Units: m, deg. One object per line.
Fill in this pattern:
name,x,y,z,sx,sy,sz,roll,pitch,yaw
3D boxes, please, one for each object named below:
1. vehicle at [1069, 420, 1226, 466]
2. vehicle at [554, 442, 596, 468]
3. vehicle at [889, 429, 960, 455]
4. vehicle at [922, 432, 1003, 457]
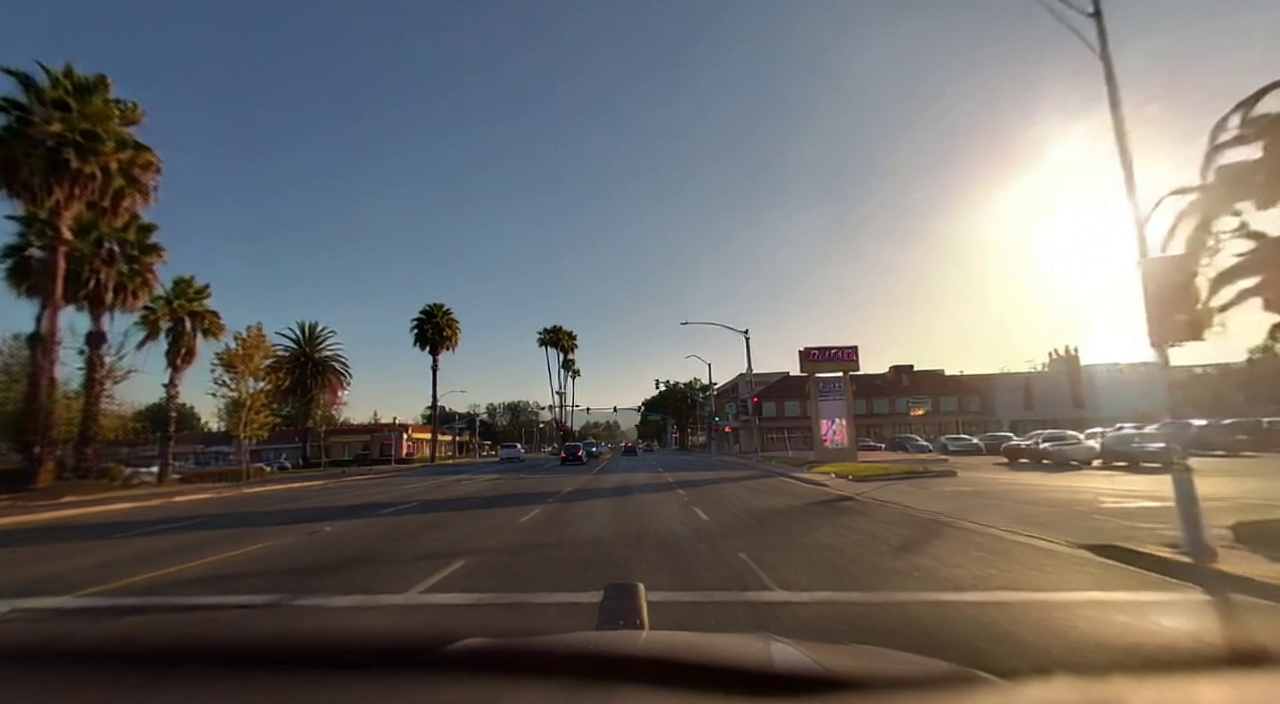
vehicle,20.599,3.759,25.919,4.548,1.741,1.971,-4,-10,25
vehicle,-3.897,6.277,38.740,2.181,1.483,4.123,0,-9,-1
vehicle,21.366,6.815,47.450,4.600,1.677,1.980,-7,-11,25
vehicle,21.101,6.083,41.428,4.505,1.584,2.015,-5,-10,27
